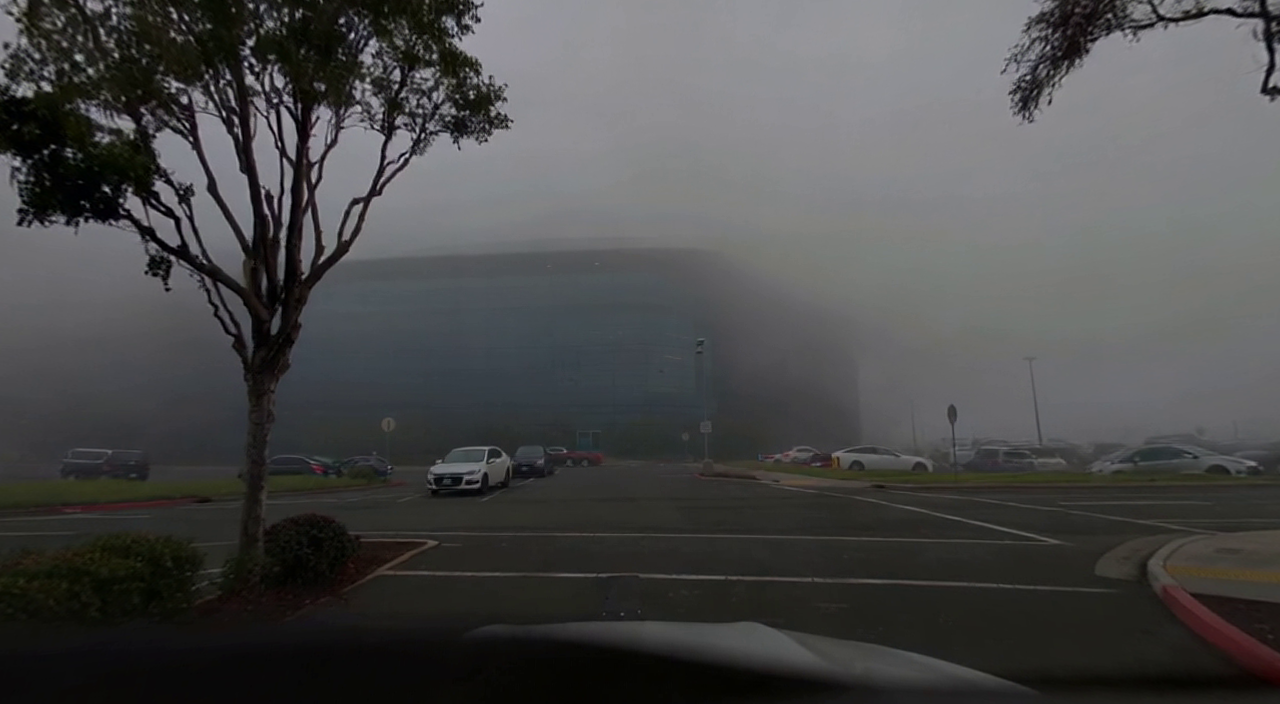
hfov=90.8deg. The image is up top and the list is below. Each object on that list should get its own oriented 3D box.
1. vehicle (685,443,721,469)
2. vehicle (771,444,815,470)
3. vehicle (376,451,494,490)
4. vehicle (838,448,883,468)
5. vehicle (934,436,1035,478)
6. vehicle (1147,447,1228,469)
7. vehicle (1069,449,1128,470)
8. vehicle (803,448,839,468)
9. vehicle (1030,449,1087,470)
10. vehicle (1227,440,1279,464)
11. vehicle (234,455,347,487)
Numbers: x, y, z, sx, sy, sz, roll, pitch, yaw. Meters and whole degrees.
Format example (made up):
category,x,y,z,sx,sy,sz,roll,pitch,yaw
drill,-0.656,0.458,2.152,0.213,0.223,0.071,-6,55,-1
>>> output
category,x,y,z,sx,sy,sz,roll,pitch,yaw
vehicle,4.612,7.736,47.240,2.262,1.794,5.331,0,-8,1
vehicle,10.520,7.215,43.694,1.936,1.673,4.305,0,-8,0
vehicle,-8.708,4.972,26.900,4.442,1.504,1.809,5,-10,-28
vehicle,17.049,8.216,49.060,1.971,1.478,4.477,0,-8,1
vehicle,16.473,5.033,30.551,2.048,1.852,4.998,0,-8,0
vehicle,37.004,7.140,42.843,1.678,1.423,4.191,0,-8,-1
vehicle,31.302,7.313,43.259,1.519,1.371,3.278,0,-8,0
vehicle,14.178,8.299,49.638,1.935,1.477,3.719,0,-8,3
vehicle,28.324,7.271,42.857,1.495,1.371,3.336,0,-9,-2
vehicle,43.045,6.827,43.080,1.758,1.572,4.421,0,-8,1
vehicle,-16.725,5.695,30.360,4.331,1.437,1.876,0,-8,2
